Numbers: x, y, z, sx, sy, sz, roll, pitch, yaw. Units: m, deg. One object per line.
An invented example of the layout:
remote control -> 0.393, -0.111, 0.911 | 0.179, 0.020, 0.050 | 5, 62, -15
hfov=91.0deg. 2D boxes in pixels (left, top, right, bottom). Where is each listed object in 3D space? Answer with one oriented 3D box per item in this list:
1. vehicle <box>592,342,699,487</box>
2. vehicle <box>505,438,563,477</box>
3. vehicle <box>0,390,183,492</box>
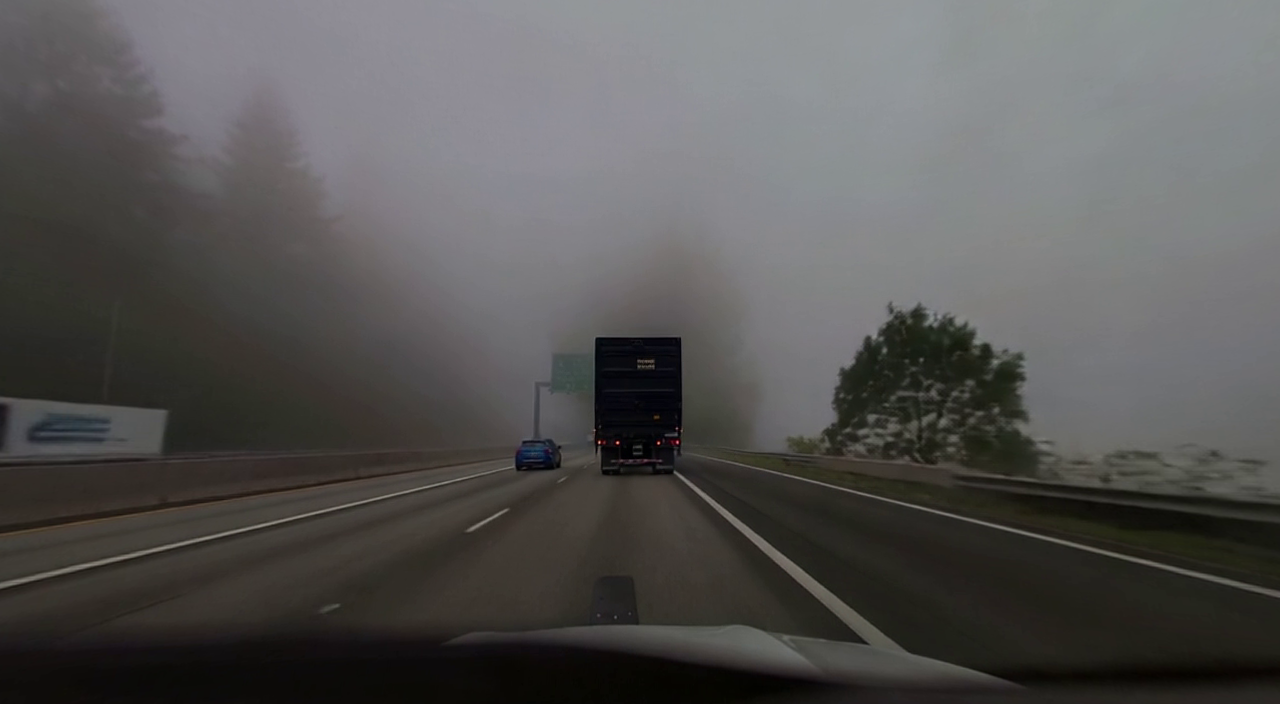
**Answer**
vehicle -> 0.038, 2.543, 23.661 | 3.073, 4.196, 10.546 | 0, -8, -1
vehicle -> -4.597, 4.621, 27.876 | 1.854, 1.530, 4.268 | 0, -8, 0
vehicle -> -24.641, 3.528, 24.777 | 2.843, 3.644, 14.071 | 0, -8, 0
